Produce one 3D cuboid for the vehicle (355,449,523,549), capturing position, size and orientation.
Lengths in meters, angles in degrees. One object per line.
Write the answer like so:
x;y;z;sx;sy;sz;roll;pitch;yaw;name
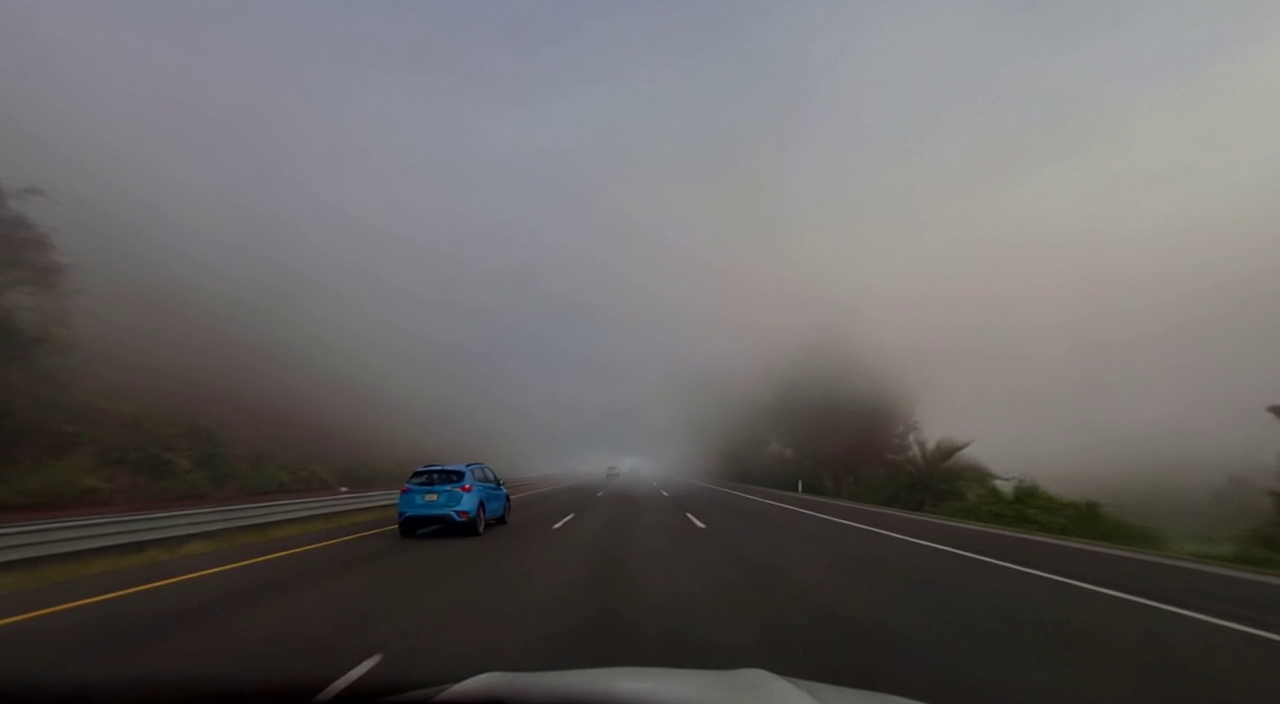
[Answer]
-3.536;2.683;11.987;1.797;1.532;4.072;1;-10;1;vehicle
